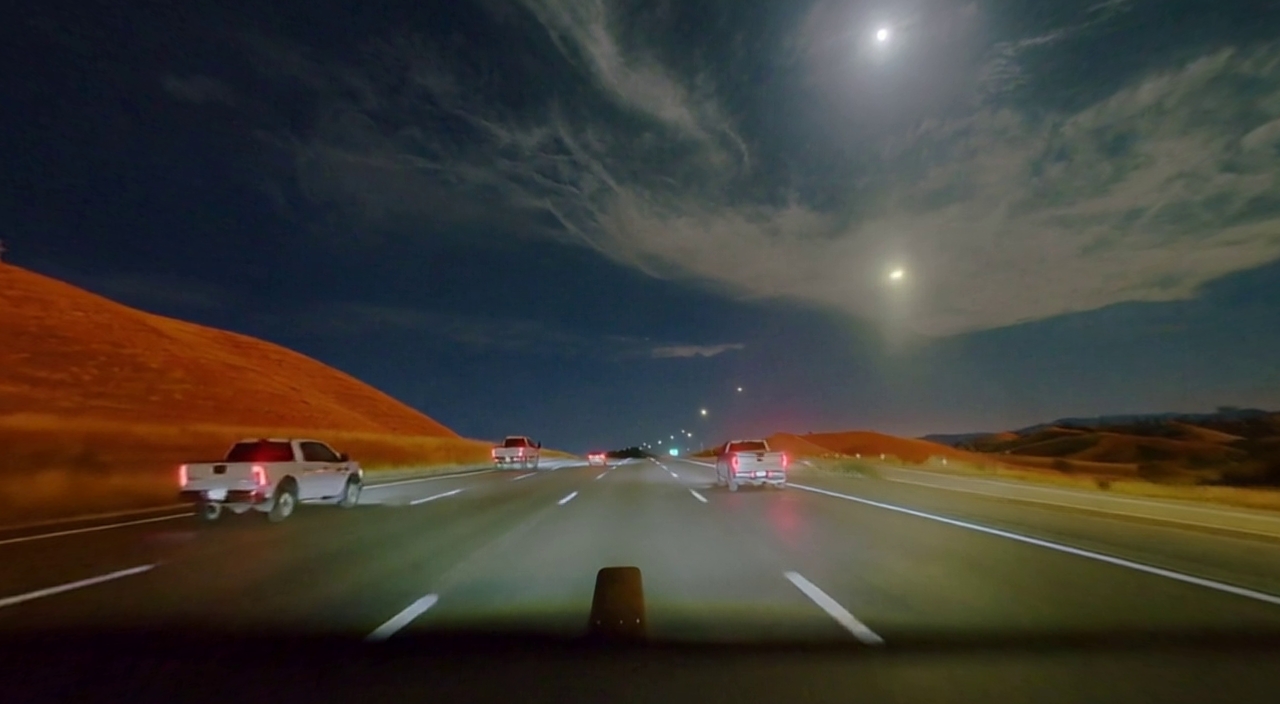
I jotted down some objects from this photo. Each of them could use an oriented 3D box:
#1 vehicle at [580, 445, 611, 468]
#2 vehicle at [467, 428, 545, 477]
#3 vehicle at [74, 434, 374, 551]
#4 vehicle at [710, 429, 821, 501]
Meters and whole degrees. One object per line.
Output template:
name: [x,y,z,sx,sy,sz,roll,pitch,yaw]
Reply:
vehicle: [-3.238,7.737,46.642,2.009,1.593,4.378,0,-9,0]
vehicle: [-7.426,5.697,35.850,2.937,2.509,7.090,0,-9,-1]
vehicle: [-6.647,2.276,10.972,1.935,1.550,4.883,0,-9,-1]
vehicle: [3.430,3.223,18.285,2.231,1.789,4.700,0,-9,0]
